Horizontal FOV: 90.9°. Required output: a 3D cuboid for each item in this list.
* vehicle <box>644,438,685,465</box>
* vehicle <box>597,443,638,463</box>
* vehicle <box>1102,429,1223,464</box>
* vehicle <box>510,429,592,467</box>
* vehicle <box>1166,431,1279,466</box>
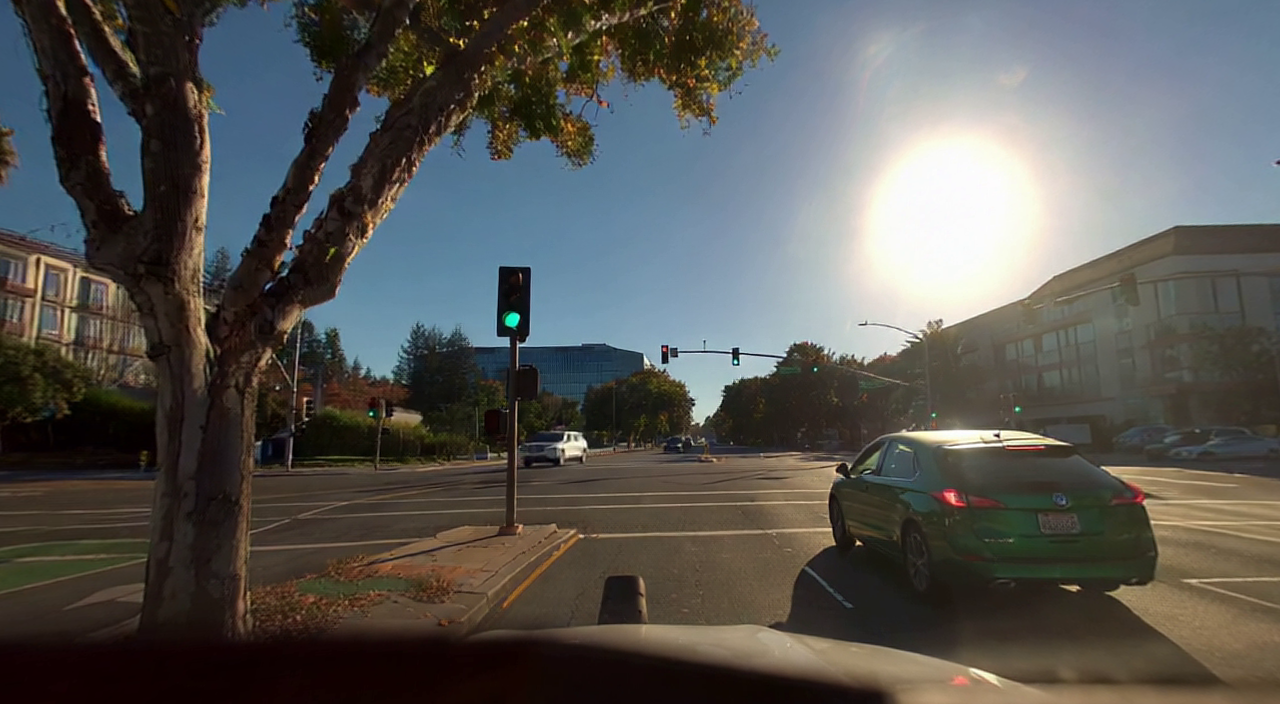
[{"bbox_3d":[1.733,6.772,43.263,2.197,1.739,4.177,-2,-8,10],"label":"vehicle"},{"bbox_3d":[-1.635,7.571,47.489,2.076,1.476,3.873,-2,-8,13],"label":"vehicle"},{"bbox_3d":[25.907,4.681,31.358,4.441,1.674,2.035,1,-8,-8],"label":"vehicle"},{"bbox_3d":[-5.783,6.510,42.995,2.775,2.246,9.043,-2,-8,10],"label":"vehicle"},{"bbox_3d":[26.290,4.243,27.896,4.644,1.470,1.922,1,-8,-10],"label":"vehicle"}]
